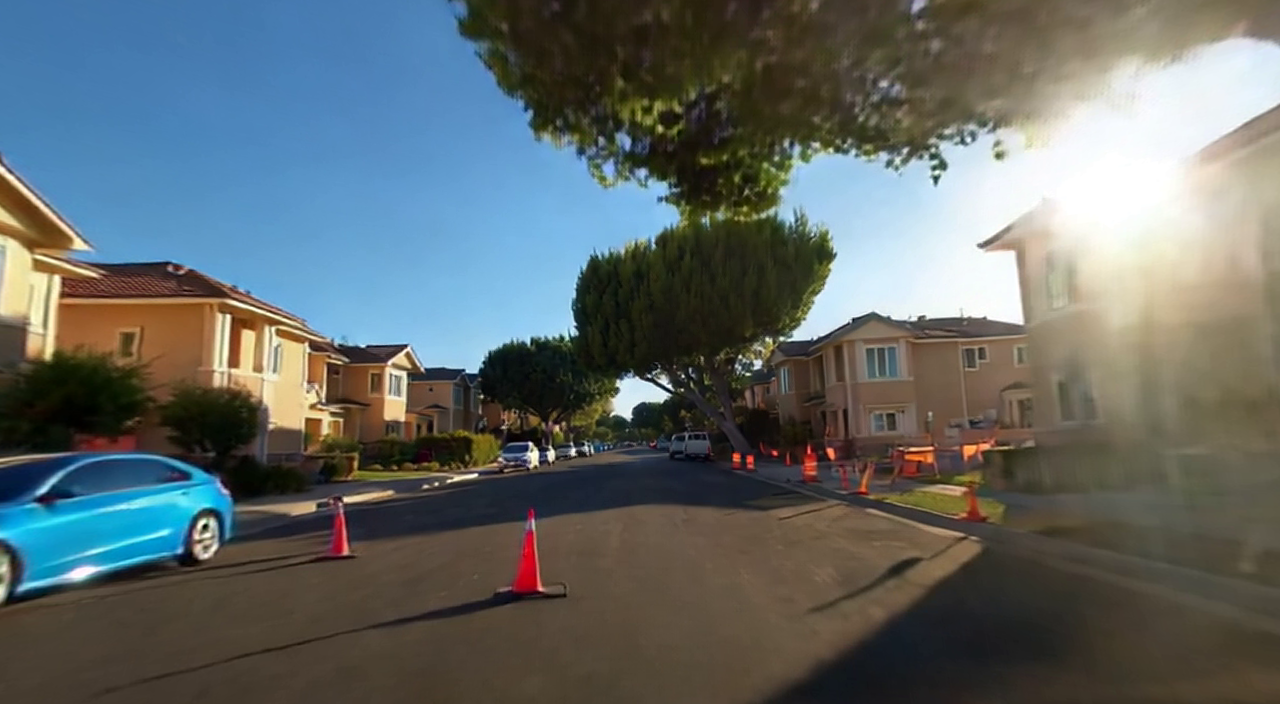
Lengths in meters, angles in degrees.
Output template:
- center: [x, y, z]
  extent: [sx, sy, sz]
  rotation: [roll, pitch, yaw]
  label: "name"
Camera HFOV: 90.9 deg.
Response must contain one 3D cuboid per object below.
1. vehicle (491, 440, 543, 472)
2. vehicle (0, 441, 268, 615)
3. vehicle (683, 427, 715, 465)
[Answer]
- center: [-6.577, 5.608, 34.116]
  extent: [1.957, 1.608, 4.476]
  rotation: [0, -8, -1]
  label: "vehicle"
- center: [-6.537, 1.733, 6.856]
  extent: [2.137, 1.481, 4.503]
  rotation: [0, -9, 2]
  label: "vehicle"
- center: [4.155, 6.670, 44.915]
  extent: [2.082, 2.534, 3.248]
  rotation: [-1, -8, 4]
  label: "vehicle"
